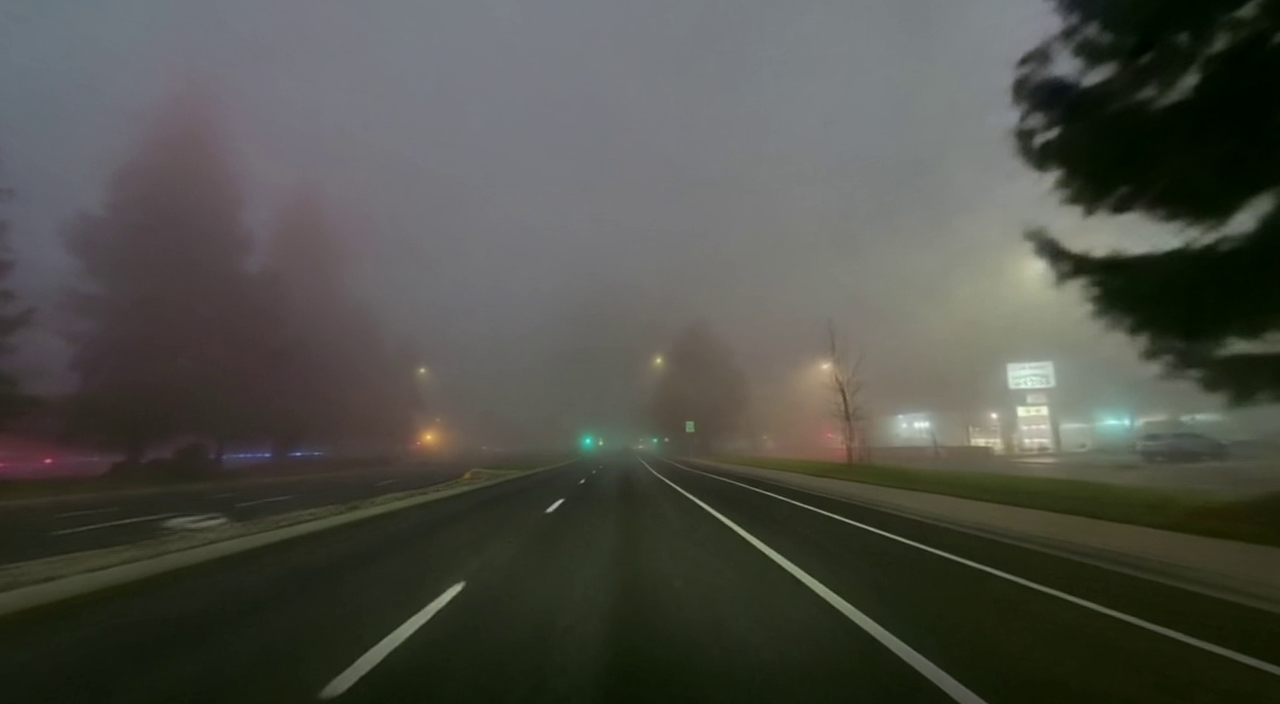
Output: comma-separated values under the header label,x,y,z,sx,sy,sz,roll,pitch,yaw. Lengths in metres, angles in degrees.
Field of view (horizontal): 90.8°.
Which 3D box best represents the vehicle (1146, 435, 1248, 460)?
label,x,y,z,sx,sy,sz,roll,pitch,yaw
vehicle,32.926,5.650,37.440,4.210,1.450,1.885,0,-8,1
